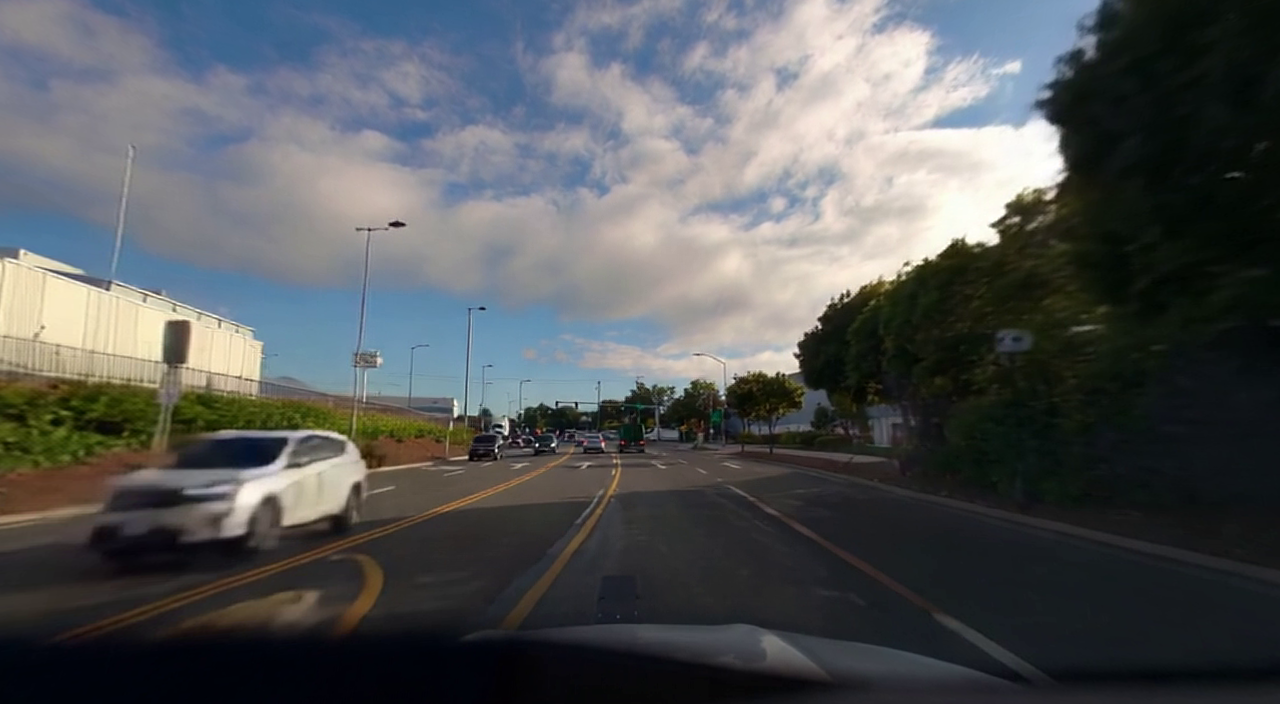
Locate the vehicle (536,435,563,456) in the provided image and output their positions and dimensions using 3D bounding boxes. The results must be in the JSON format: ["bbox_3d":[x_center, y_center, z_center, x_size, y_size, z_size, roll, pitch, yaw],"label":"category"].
[{"bbox_3d":[-6.839,7.102,47.863,1.727,1.519,3.805,0,-8,-4],"label":"vehicle"}]

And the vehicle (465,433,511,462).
[{"bbox_3d":[-9.114,5.735,38.042,1.957,1.588,3.965,0,-8,-2],"label":"vehicle"}]

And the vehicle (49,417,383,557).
[{"bbox_3d":[-5.751,1.839,9.334,2.120,1.610,3.917,0,-8,2],"label":"vehicle"}]
